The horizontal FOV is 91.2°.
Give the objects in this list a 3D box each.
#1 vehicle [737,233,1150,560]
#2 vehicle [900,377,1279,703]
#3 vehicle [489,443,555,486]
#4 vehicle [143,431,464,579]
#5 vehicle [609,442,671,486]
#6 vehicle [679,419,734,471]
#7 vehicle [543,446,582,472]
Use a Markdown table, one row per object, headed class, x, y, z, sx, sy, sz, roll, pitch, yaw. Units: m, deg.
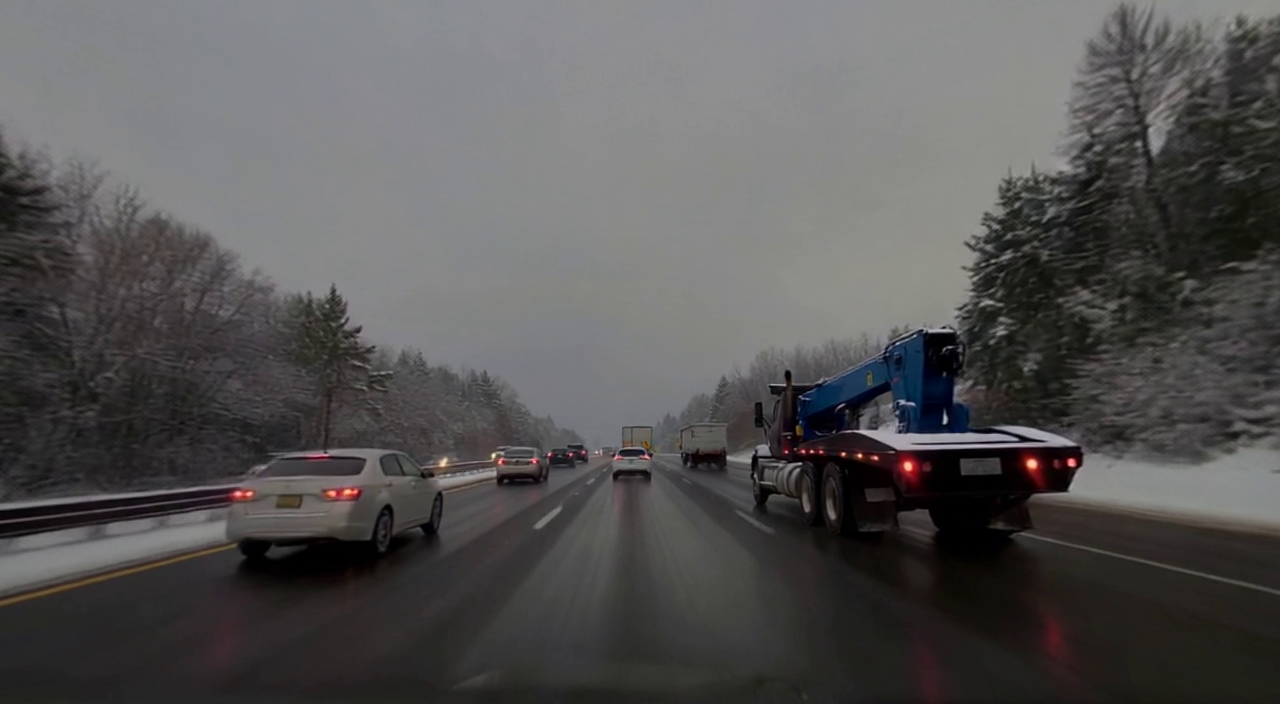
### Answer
| class | x | y | z | sx | sy | sz | roll | pitch | yaw |
| --- | --- | --- | --- | --- | --- | --- | --- | --- | --- |
| vehicle | 3.924 | 1.075 | 11.114 | 2.975 | 3.618 | 8.456 | 0 | -9 | 0 |
| vehicle | 4.076 | 1.081 | 3.699 | 2.599 | 1.631 | 5.693 | 0 | -9 | 0 |
| vehicle | -4.597 | 4.429 | 24.957 | 1.858 | 1.527 | 3.974 | 0 | -9 | 0 |
| vehicle | -4.156 | 1.959 | 8.911 | 1.880 | 1.507 | 4.757 | 0 | -9 | 1 |
| vehicle | -0.051 | 4.226 | 23.903 | 2.150 | 1.498 | 3.988 | 0 | -9 | -2 |
| vehicle | 3.866 | 5.634 | 37.940 | 2.416 | 2.829 | 7.016 | 0 | -9 | -1 |
| vehicle | -4.812 | 6.689 | 39.268 | 1.924 | 1.481 | 4.264 | 0 | -9 | 0 |
